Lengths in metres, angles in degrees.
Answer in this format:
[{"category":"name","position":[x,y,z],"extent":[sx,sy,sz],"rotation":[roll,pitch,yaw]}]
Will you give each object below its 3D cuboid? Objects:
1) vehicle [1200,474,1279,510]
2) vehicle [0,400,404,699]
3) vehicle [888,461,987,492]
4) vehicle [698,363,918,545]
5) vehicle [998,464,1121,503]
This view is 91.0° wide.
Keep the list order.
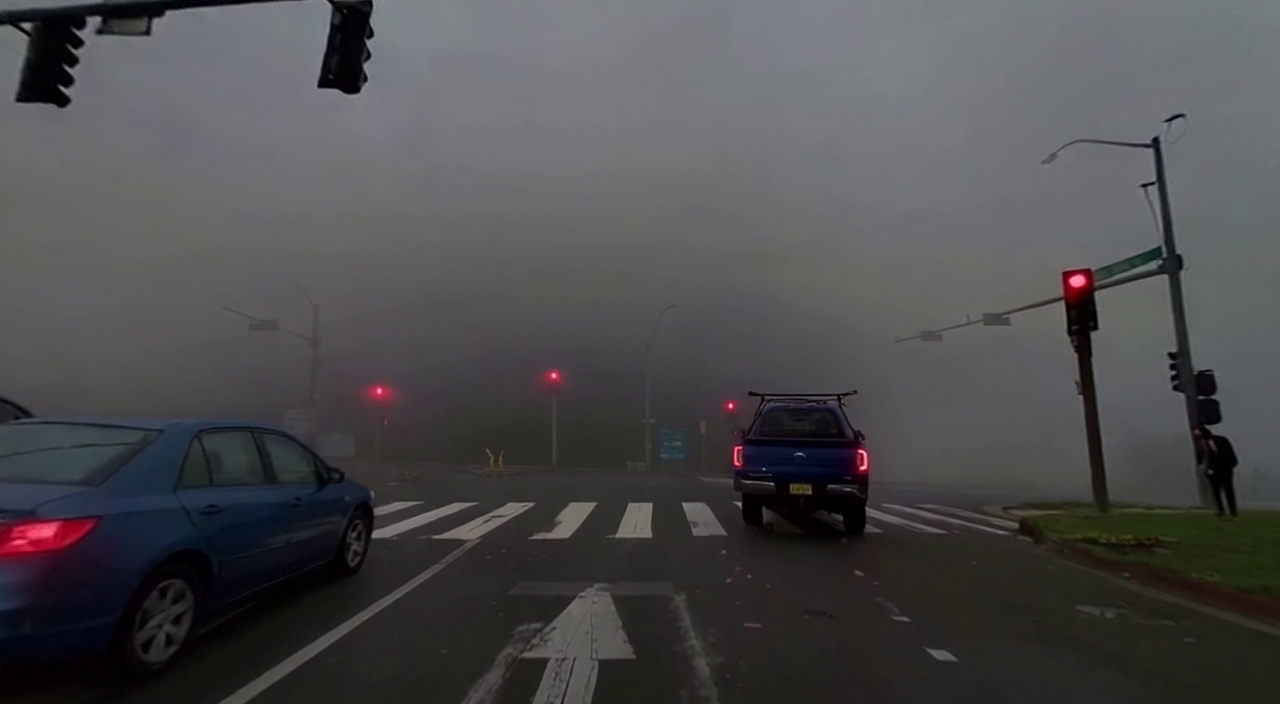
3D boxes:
[{"category":"vehicle","position":[29.334,6.561,29.563],"extent":[4.322,1.522,1.795],"rotation":[0,-9,0]},{"category":"vehicle","position":[-3.901,1.337,5.502],"extent":[1.913,1.491,4.547],"rotation":[0,-9,0]},{"category":"vehicle","position":[16.438,6.901,34.978],"extent":[4.537,1.608,1.827],"rotation":[0,-9,1]},{"category":"vehicle","position":[2.834,1.818,11.576],"extent":[2.851,2.400,5.978],"rotation":[-2,-9,11]},{"category":"vehicle","position":[19.907,6.260,30.058],"extent":[4.356,1.498,1.957],"rotation":[-4,-9,3]}]
